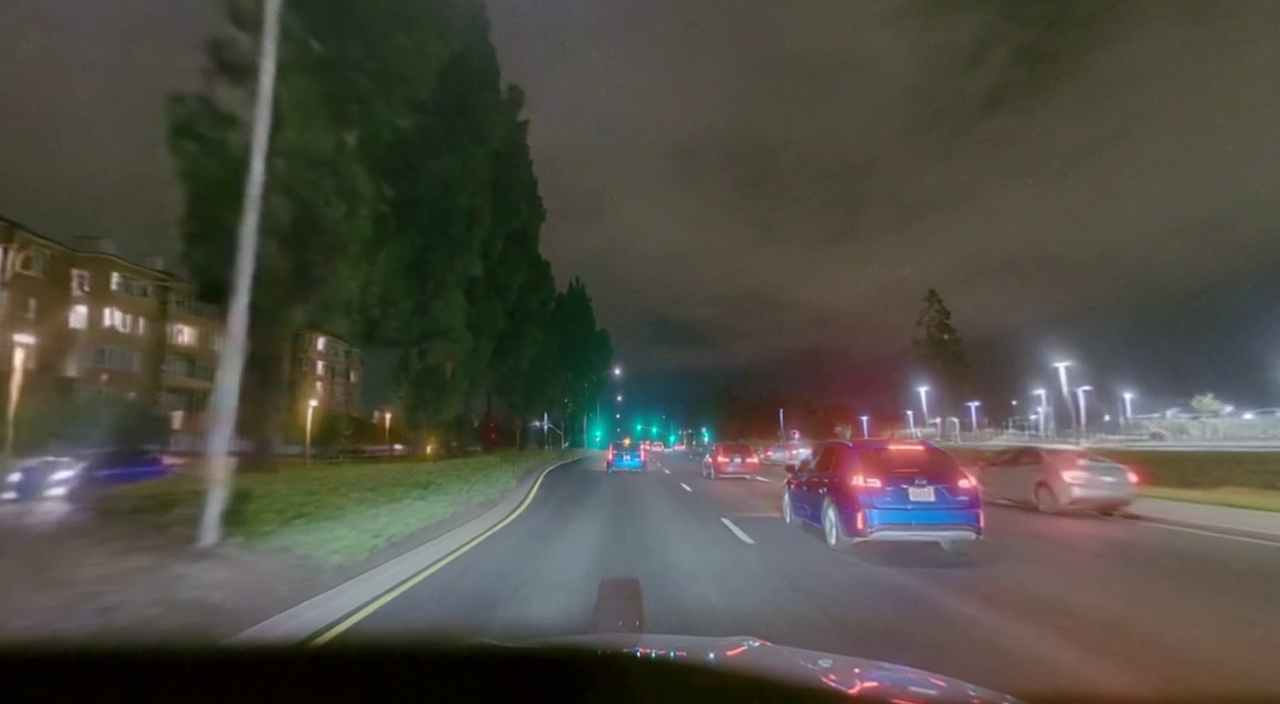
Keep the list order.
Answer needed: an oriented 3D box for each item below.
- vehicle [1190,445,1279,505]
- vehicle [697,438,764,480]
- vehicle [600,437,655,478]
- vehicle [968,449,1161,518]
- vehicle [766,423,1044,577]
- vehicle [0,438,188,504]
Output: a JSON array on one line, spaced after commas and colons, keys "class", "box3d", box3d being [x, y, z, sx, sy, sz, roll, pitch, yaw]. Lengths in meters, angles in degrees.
[{"class": "vehicle", "box3d": [17.358, 3.336, 17.509, 4.063, 1.465, 2.038, 6, -10, -33]}, {"class": "vehicle", "box3d": [3.424, 4.130, 24.644, 1.908, 1.453, 4.230, 0, -8, -1]}, {"class": "vehicle", "box3d": [-0.457, 4.069, 24.631, 1.994, 1.479, 3.647, 0, -8, -1]}, {"class": "vehicle", "box3d": [10.210, 3.146, 15.683, 1.788, 1.412, 4.226, 0, -8, -1]}, {"class": "vehicle", "box3d": [3.014, 1.741, 8.204, 1.852, 1.498, 3.825, 0, -8, -2]}, {"class": "vehicle", "box3d": [-14.874, 3.119, 17.123, 1.993, 1.503, 5.004, 1, -8, -7]}]
